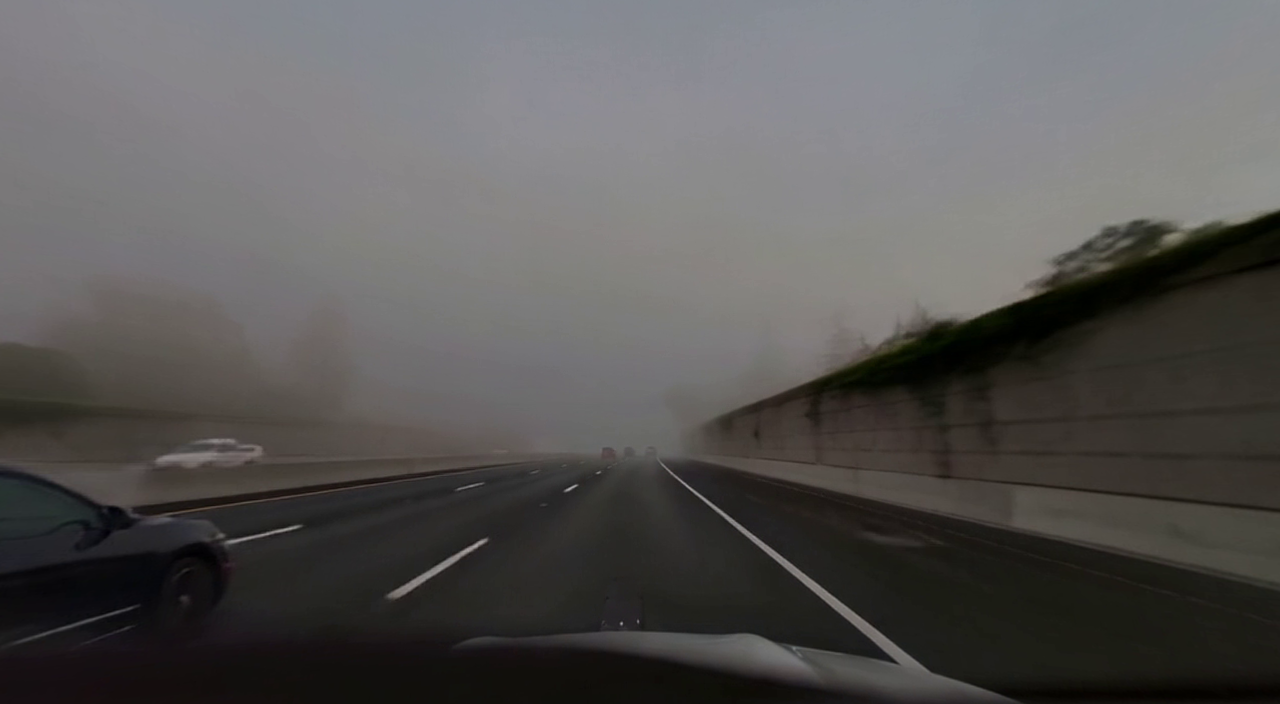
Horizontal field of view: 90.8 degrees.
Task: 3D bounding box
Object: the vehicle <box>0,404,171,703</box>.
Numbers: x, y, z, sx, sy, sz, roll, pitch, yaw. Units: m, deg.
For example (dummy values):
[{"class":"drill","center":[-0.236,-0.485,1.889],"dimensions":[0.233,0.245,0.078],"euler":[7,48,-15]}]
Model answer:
[{"class":"vehicle","center":[-3.780,0.871,1.963],"dimensions":[1.991,1.507,3.391],"euler":[0,-9,0]}]
